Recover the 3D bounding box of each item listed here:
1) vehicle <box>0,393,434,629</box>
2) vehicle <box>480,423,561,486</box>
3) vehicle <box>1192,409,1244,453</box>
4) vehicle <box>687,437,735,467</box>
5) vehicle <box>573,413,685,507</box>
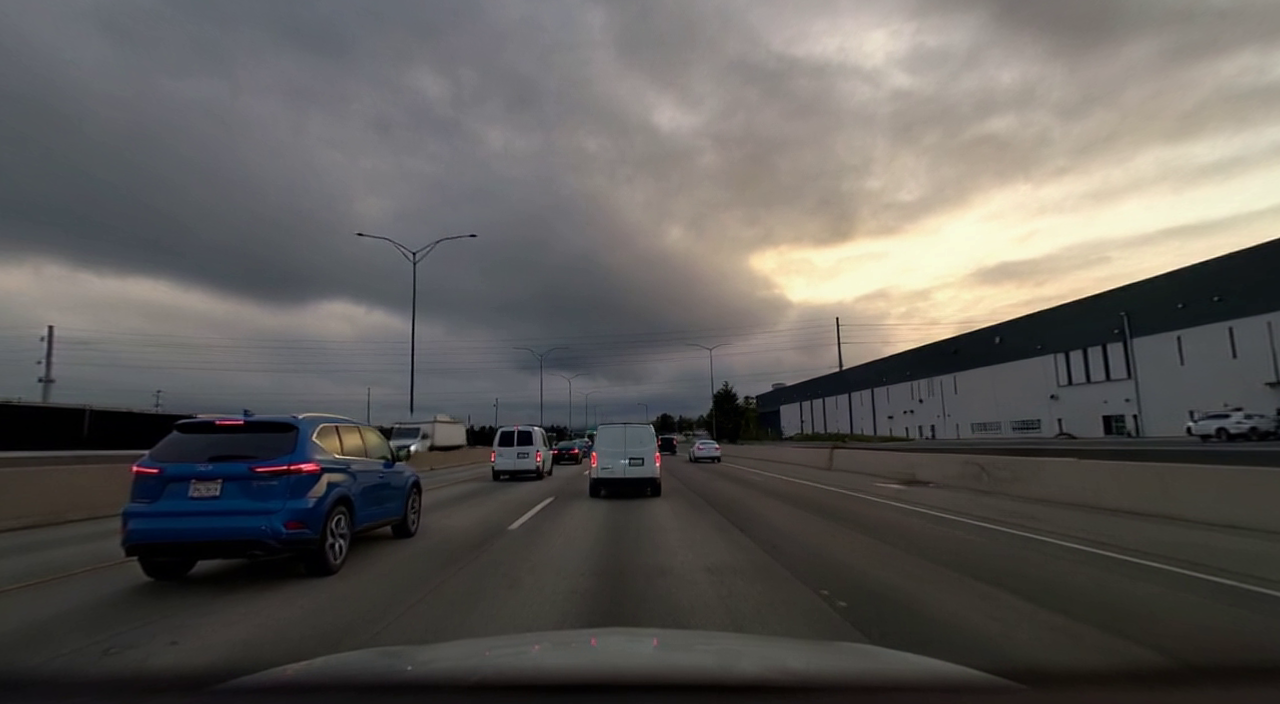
[{"bbox_3d":[-3.931,1.467,6.839,1.972,1.703,4.333,0,-8,-1],"label":"vehicle"},{"bbox_3d":[-4.036,3.517,21.952,2.038,1.936,4.300,0,-8,-1],"label":"vehicle"},{"bbox_3d":[30.885,4.241,33.646,1.480,2.238,1.864,-5,-9,30],"label":"vehicle"},{"bbox_3d":[3.780,5.383,34.079,1.999,1.494,3.833,0,-8,-3],"label":"vehicle"},{"bbox_3d":[-0.288,2.543,15.272,2.304,1.925,4.282,0,-8,-1],"label":"vehicle"}]
